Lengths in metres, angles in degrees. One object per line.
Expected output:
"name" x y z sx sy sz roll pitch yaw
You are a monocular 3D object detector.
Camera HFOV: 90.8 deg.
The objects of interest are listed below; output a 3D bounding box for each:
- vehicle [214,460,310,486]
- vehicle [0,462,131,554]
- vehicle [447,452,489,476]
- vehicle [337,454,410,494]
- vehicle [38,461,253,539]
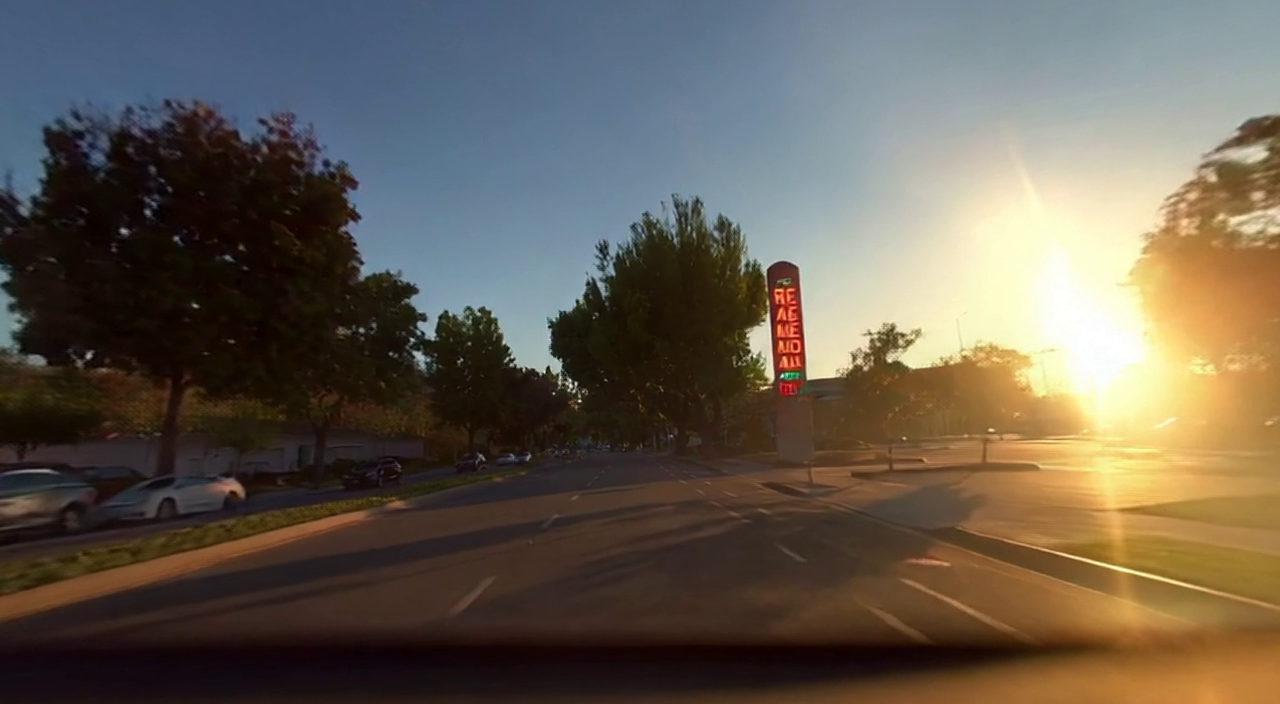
"vehicle" -23.627 7.556 39.621 4.718 1.500 1.943 0 -8 0
"vehicle" -12.421 2.904 11.743 1.897 1.564 4.875 0 -8 -1
"vehicle" -12.921 8.379 47.646 1.986 1.488 4.330 -4 -8 -2
"vehicle" -12.852 5.857 30.745 1.953 1.558 3.839 -6 -8 -2
"vehicle" -12.555 3.732 16.544 2.040 1.424 4.594 -5 -8 -1
